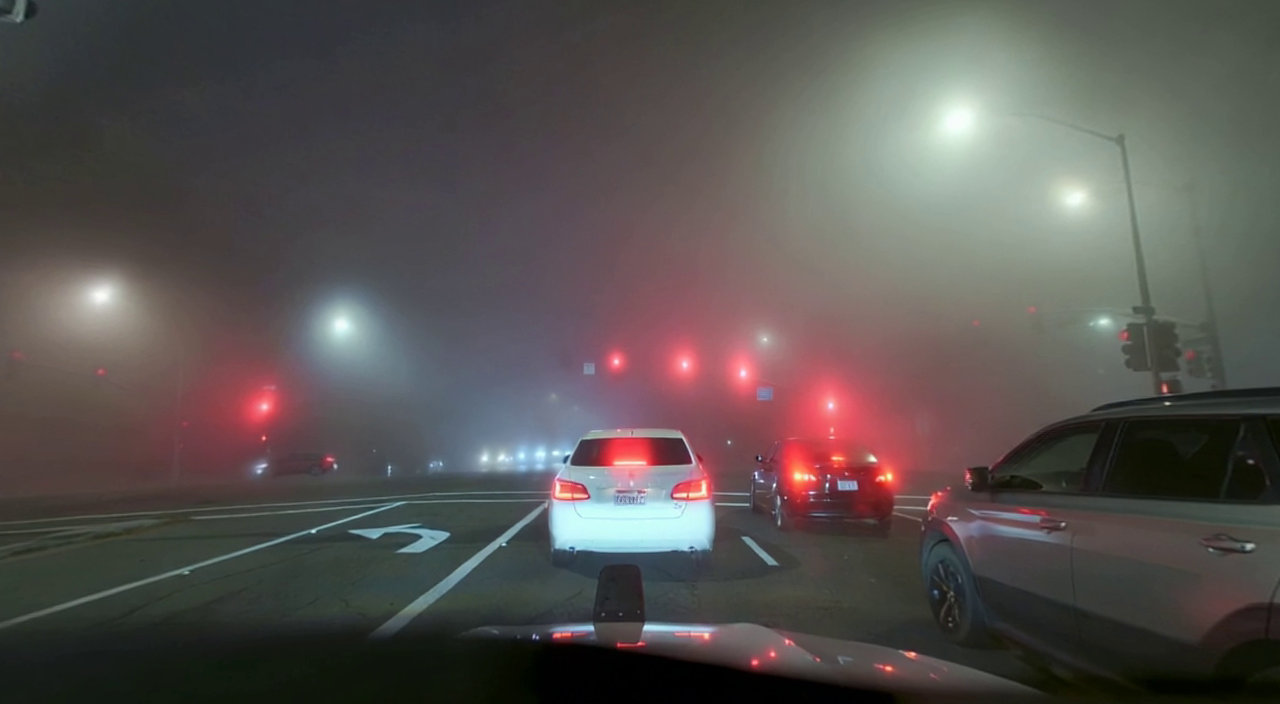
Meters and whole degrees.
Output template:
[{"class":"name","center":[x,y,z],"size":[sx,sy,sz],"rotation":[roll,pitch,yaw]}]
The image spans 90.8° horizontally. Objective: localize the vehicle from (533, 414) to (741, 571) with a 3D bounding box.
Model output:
[{"class":"vehicle","center":[-0.076,1.789,8.766],"size":[2.188,1.637,4.027],"rotation":[0,-8,-1]}]

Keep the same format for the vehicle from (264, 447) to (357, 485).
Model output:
[{"class":"vehicle","center":[-17.069,5.841,32.714],"size":[4.448,1.837,2.021],"rotation":[-5,-10,29]}]

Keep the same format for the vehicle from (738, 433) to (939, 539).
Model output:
[{"class":"vehicle","center":[3.149,2.219,11.150],"size":[2.001,1.463,4.398],"rotation":[0,-8,-2]}]

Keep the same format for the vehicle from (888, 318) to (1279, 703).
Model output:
[{"class":"vehicle","center":[3.009,0.864,2.671],"size":[2.103,1.701,4.294],"rotation":[0,-8,-1]}]

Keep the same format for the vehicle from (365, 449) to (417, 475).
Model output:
[{"class":"vehicle","center":[-18.728,8.276,47.819],"size":[2.026,1.836,4.726],"rotation":[0,-8,0]}]
